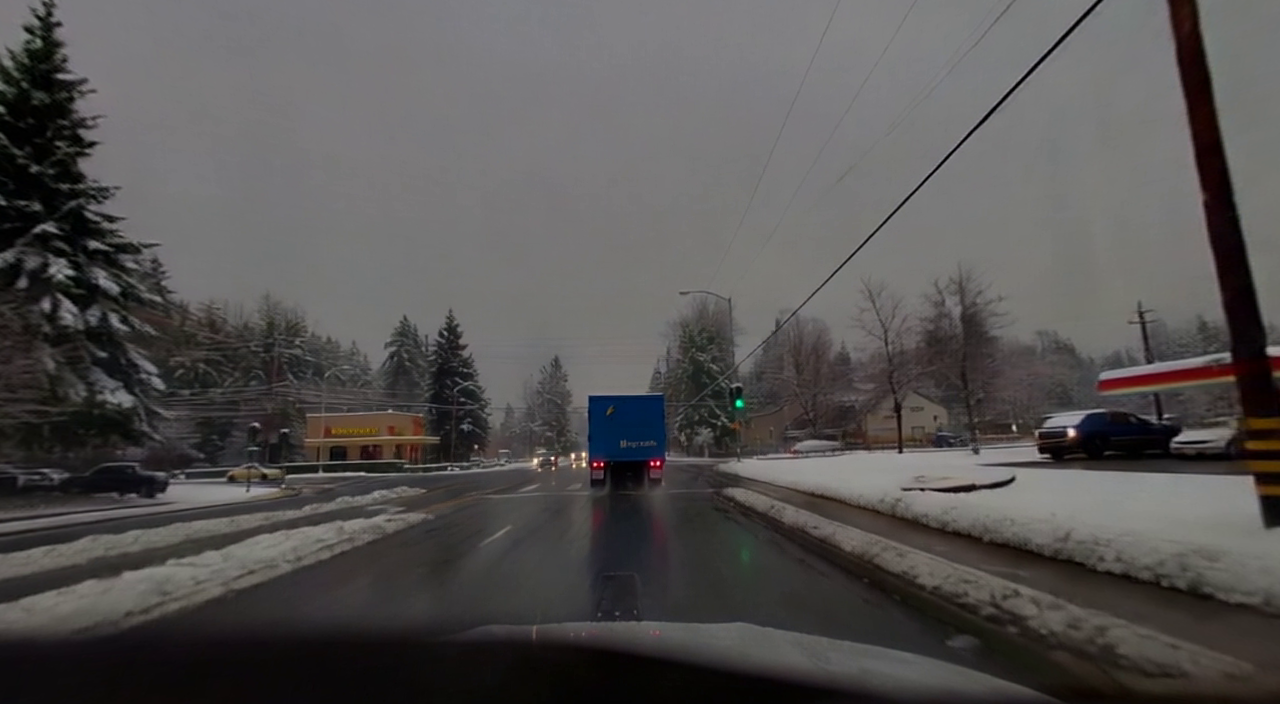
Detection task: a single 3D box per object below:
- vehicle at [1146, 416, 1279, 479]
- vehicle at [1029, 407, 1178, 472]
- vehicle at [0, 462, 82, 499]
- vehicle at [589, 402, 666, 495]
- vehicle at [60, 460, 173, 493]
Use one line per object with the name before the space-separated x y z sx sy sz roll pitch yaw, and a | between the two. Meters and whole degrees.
vehicle | 15.186 2.467 16.409 4.105 1.433 1.931 6 -10 -34
vehicle | 15.822 2.994 21.518 5.078 1.937 2.326 5 -10 -33
vehicle | -28.024 5.682 27.968 4.493 1.453 1.912 4 -9 -27
vehicle | -0.302 3.504 23.182 2.463 2.954 5.938 0 -8 2
vehicle | -28.044 6.642 34.074 4.303 1.567 2.021 5 -10 -30
